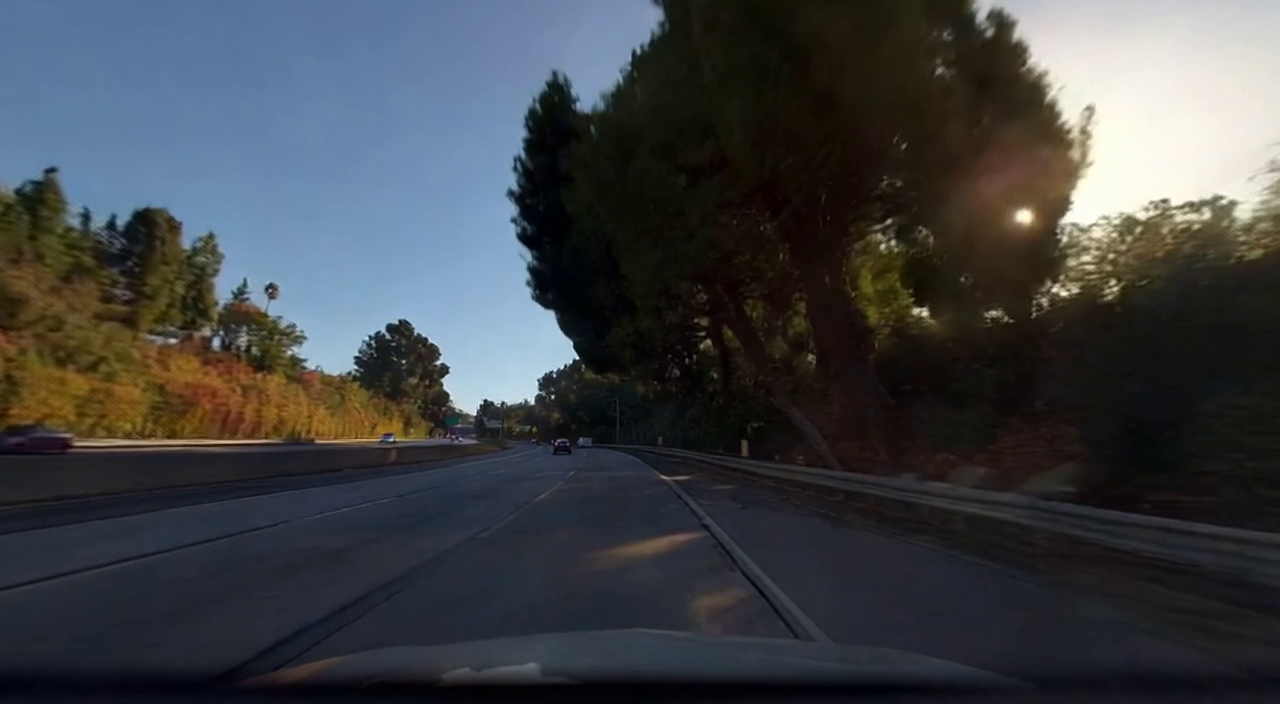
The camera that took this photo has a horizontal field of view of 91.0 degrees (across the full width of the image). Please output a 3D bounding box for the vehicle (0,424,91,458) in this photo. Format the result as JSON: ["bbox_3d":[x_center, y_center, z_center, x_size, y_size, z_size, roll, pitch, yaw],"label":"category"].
[{"bbox_3d":[-32.712,4.813,34.005,1.924,1.680,4.758,1,-8,-2],"label":"vehicle"}]
